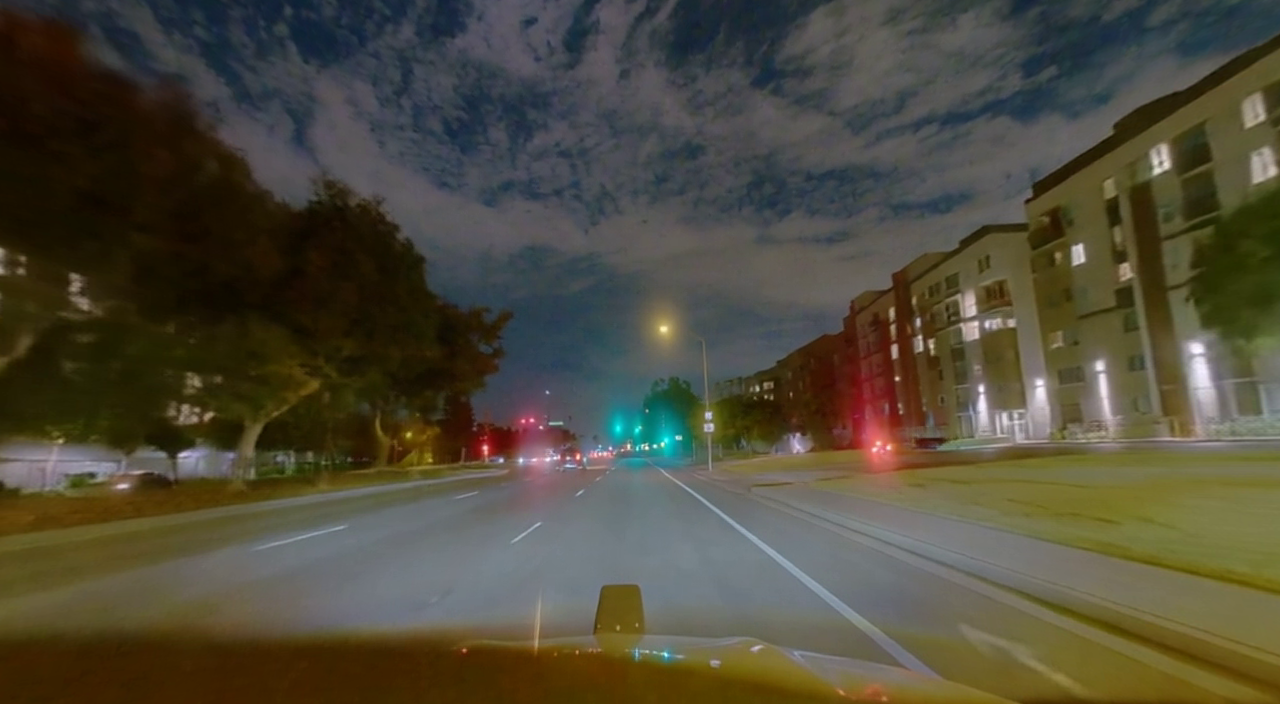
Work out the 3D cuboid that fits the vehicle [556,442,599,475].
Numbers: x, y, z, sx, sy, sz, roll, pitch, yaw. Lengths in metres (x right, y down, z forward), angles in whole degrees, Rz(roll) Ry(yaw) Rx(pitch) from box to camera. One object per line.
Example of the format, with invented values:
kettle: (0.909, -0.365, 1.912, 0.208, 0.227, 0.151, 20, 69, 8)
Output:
vehicle: (-3.508, 6.042, 36.023, 1.959, 1.741, 4.141, 0, -8, 1)
